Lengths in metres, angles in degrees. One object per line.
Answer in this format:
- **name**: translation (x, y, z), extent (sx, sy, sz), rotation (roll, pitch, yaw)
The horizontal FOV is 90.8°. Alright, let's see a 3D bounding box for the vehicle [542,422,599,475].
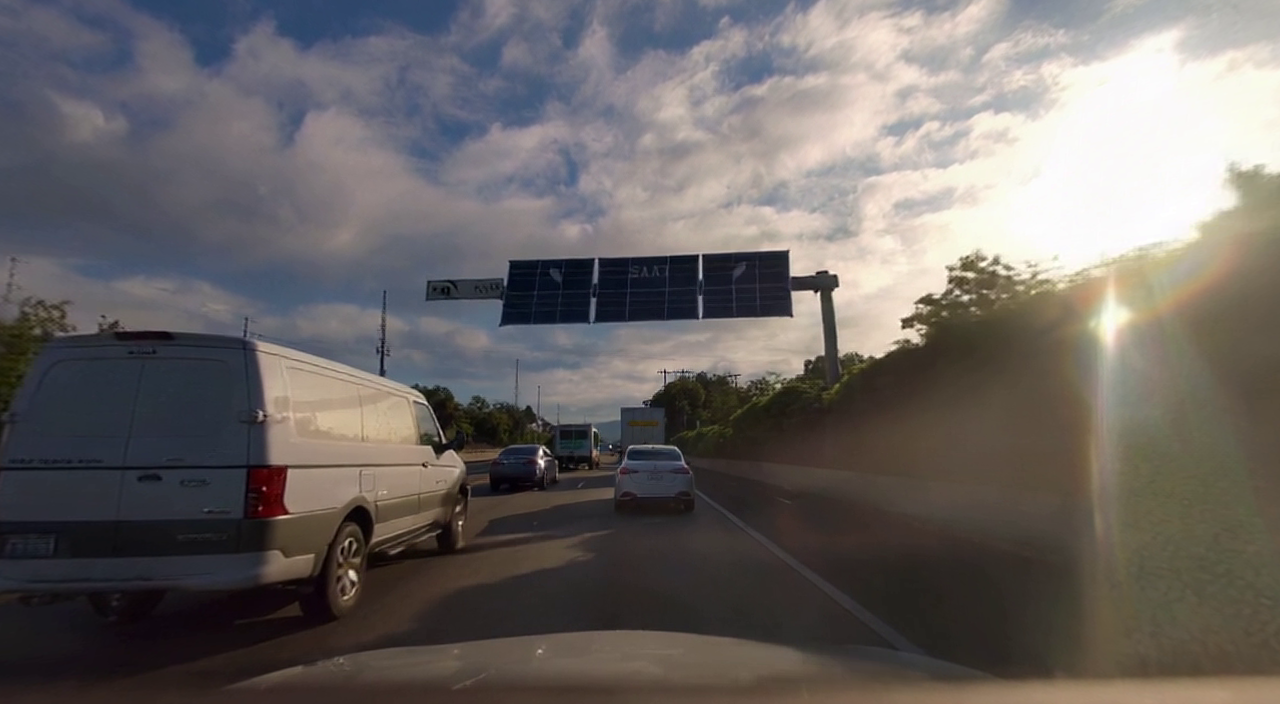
- **vehicle**: translation (-3.668, 5.322, 34.697), extent (2.290, 2.613, 5.975), rotation (0, -9, 2)

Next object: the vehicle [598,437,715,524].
- **vehicle**: translation (0.268, 2.545, 12.960), extent (2.063, 1.507, 3.488), rotation (0, -9, -1)

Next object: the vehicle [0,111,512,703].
- **vehicle**: translation (-3.019, 0.874, 5.742), extent (2.289, 2.757, 6.726), rotation (0, -9, 0)

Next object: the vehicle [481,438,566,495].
- **vehicle**: translation (-3.649, 3.648, 20.433), extent (1.963, 1.627, 3.849), rotation (0, -9, 1)
